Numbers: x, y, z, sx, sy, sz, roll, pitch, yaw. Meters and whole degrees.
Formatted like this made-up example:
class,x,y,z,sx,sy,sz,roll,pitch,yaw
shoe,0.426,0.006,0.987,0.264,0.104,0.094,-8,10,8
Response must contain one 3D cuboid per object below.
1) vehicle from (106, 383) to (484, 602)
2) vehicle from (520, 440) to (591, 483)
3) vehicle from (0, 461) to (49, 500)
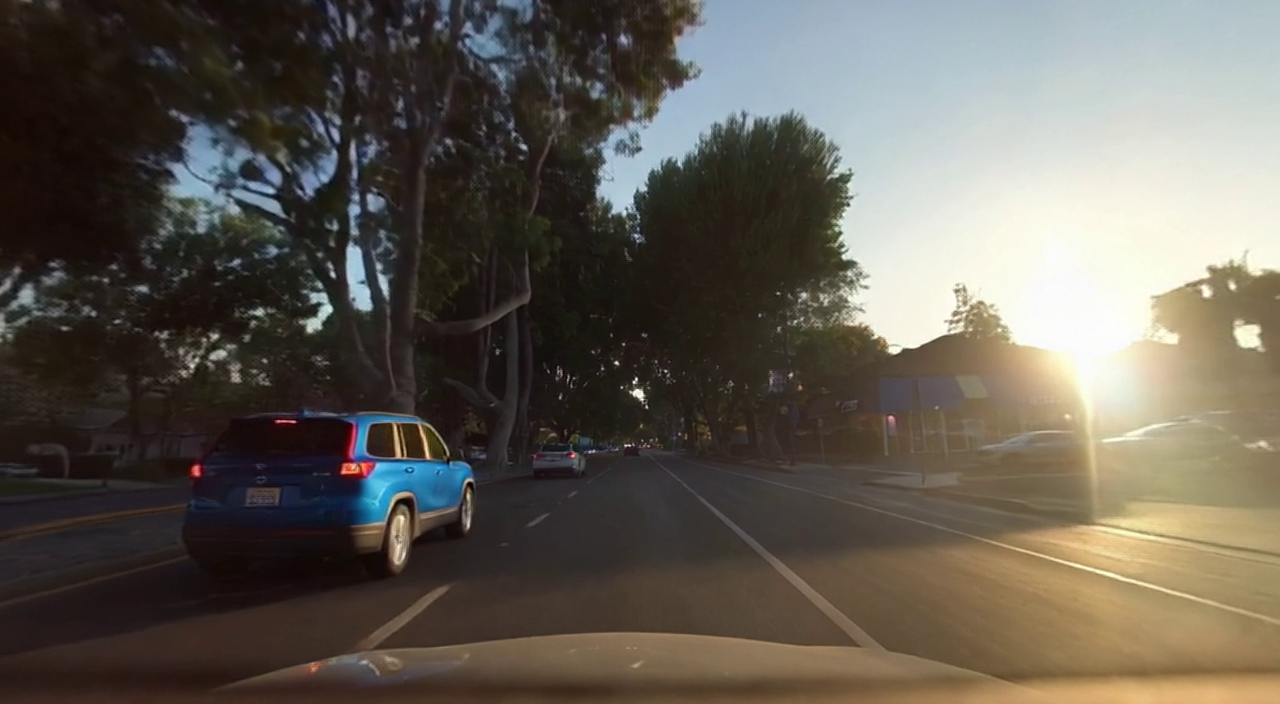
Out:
class,x,y,z,sx,sy,sz,roll,pitch,yaw
vehicle,-3.428,1.497,7.539,2.042,1.817,4.364,0,-8,0
vehicle,-3.130,4.178,24.426,2.069,1.470,4.601,0,-8,0
vehicle,-32.038,6.487,32.093,4.602,1.721,2.167,-7,-11,39
